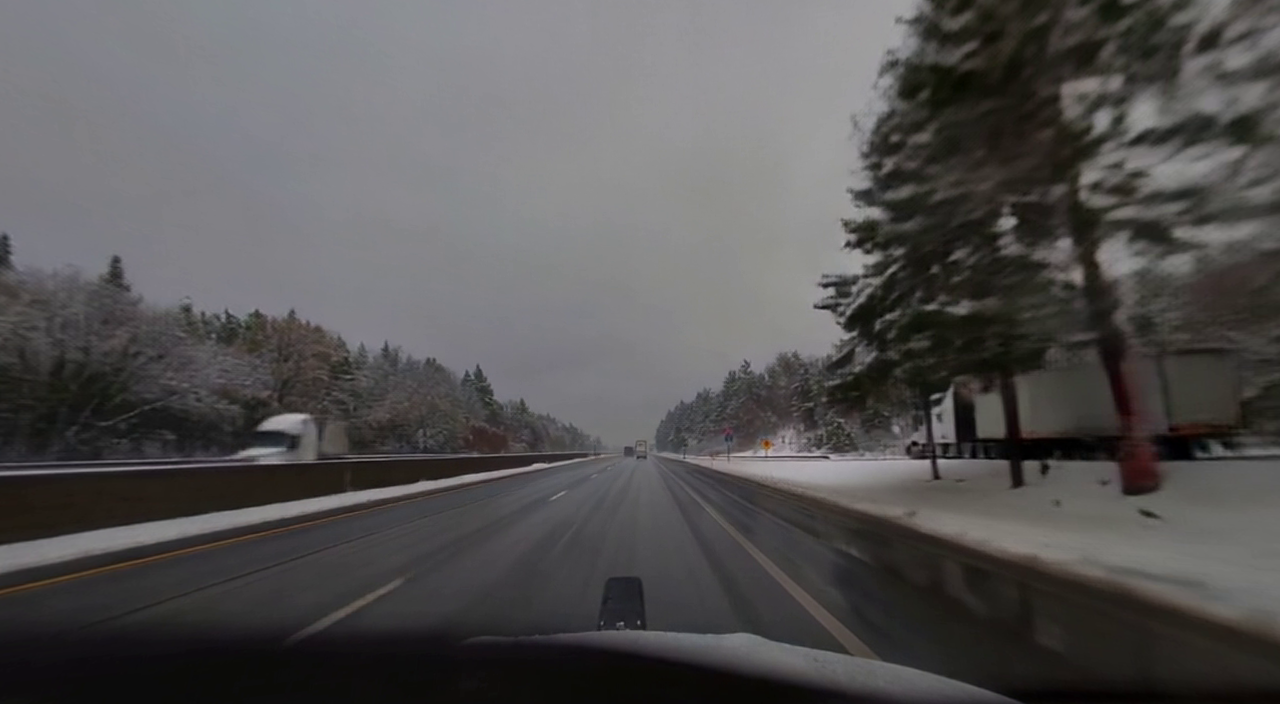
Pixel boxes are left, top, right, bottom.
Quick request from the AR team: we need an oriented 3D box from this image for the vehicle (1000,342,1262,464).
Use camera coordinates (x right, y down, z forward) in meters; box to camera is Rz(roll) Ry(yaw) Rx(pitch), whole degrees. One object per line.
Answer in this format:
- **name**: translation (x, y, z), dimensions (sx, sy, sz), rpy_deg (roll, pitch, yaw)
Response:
- **vehicle**: translation (19.213, 2.419, 25.880), dimensions (2.763, 4.126, 9.013), rpy_deg (1, -9, -5)

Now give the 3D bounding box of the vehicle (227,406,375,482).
- **vehicle**: translation (-18.614, 5.276, 35.711), dimensions (2.900, 3.682, 9.791), rpy_deg (0, -9, 0)

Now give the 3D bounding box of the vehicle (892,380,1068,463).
- **vehicle**: translation (18.284, 4.115, 35.266), dimensions (3.038, 3.945, 10.598), rpy_deg (1, -9, -6)
